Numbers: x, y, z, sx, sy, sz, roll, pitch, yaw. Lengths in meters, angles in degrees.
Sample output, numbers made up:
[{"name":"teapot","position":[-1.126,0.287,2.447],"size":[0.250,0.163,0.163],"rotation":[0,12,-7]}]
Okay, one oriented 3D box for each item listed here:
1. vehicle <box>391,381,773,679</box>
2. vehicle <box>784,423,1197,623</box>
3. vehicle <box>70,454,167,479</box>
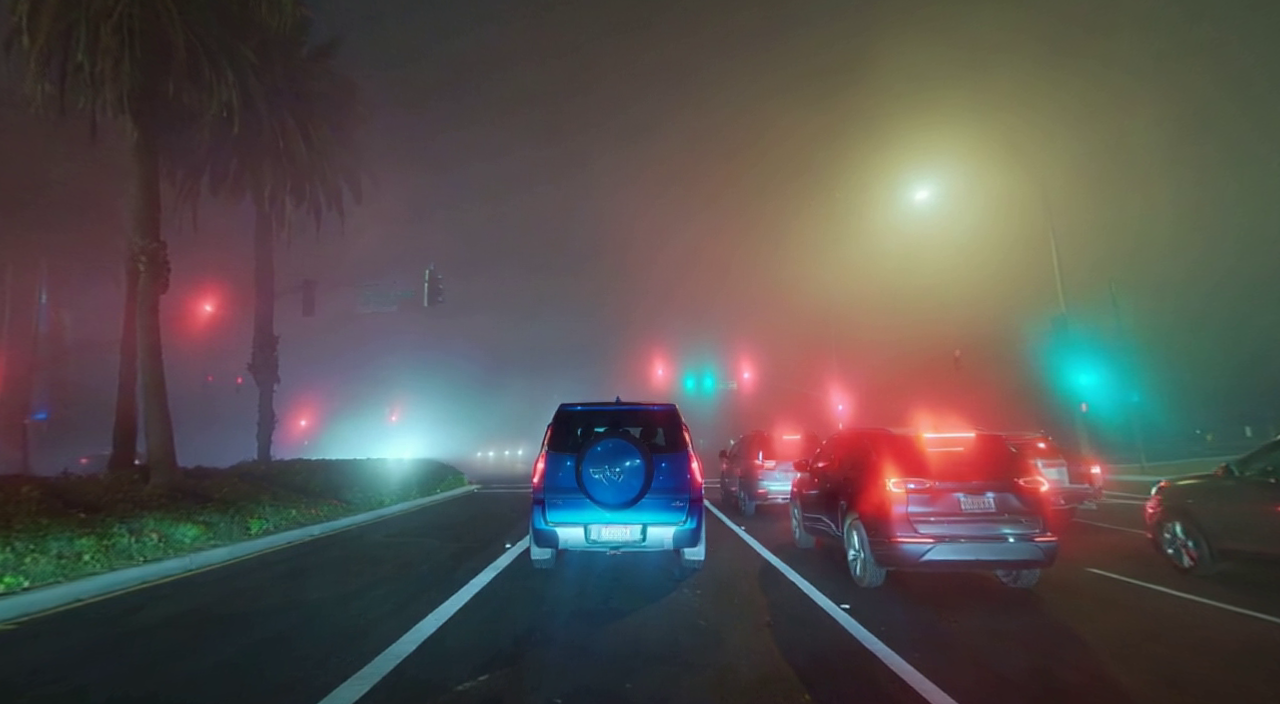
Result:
[{"name":"vehicle","position":[-0.329,1.316,5.693],"size":[2.172,1.694,4.055],"rotation":[0,-8,0]},{"name":"vehicle","position":[3.124,1.609,6.968],"size":[1.971,1.473,4.495],"rotation":[0,-8,0]},{"name":"vehicle","position":[-39.103,8.586,47.134],"size":[5.347,1.785,2.123],"rotation":[0,-8,2]}]
